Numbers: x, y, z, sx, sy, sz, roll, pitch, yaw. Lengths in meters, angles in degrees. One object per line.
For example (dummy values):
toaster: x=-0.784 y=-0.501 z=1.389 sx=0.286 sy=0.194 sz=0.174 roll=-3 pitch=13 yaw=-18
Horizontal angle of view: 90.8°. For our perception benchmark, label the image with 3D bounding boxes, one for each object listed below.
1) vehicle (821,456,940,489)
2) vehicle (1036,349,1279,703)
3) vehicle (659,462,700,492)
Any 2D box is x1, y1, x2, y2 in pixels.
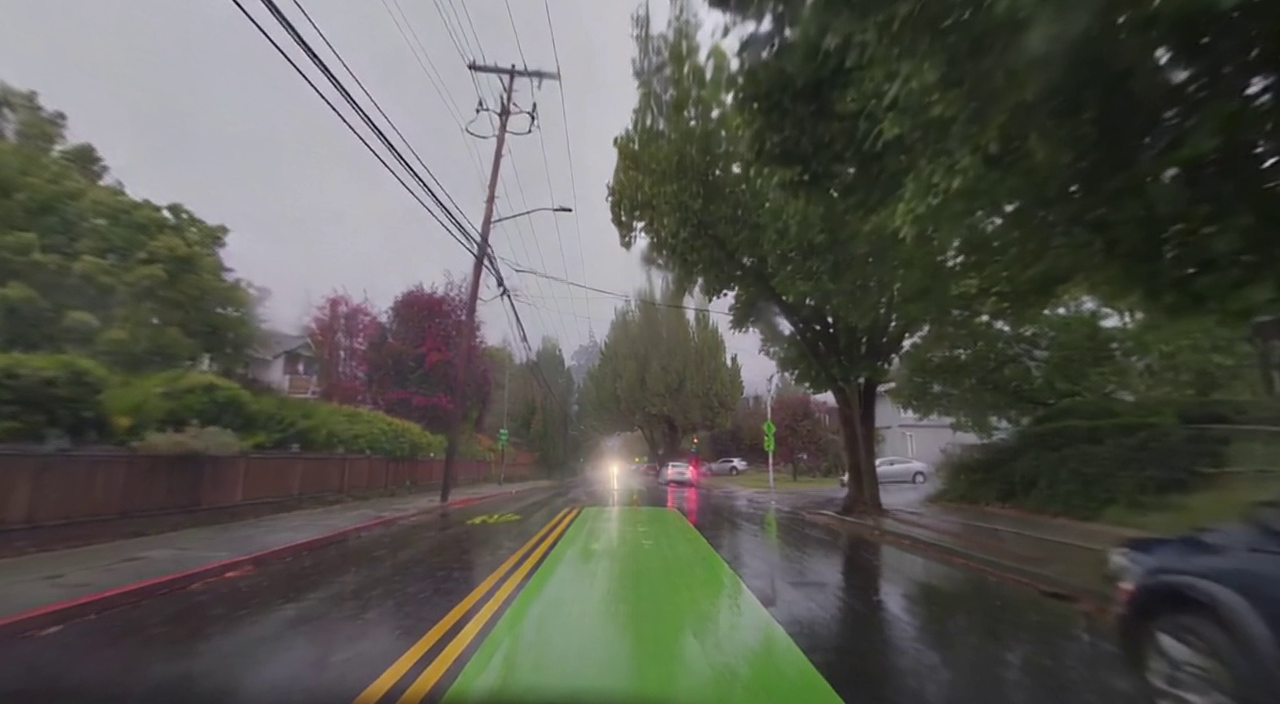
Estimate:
vehicle: x=11.375 y=5.746 z=30.108 sx=4.809 sy=1.494 sz=1.940 roll=1 pitch=-12 yaw=-4
vehicle: x=3.437 y=0.721 z=1.334 sx=2.097 sy=1.742 sz=4.789 roll=0 pitch=-9 yaw=0
vehicle: x=2.310 y=7.503 z=38.298 sx=1.989 sy=1.545 sz=5.423 roll=1 pitch=-9 yaw=-2
